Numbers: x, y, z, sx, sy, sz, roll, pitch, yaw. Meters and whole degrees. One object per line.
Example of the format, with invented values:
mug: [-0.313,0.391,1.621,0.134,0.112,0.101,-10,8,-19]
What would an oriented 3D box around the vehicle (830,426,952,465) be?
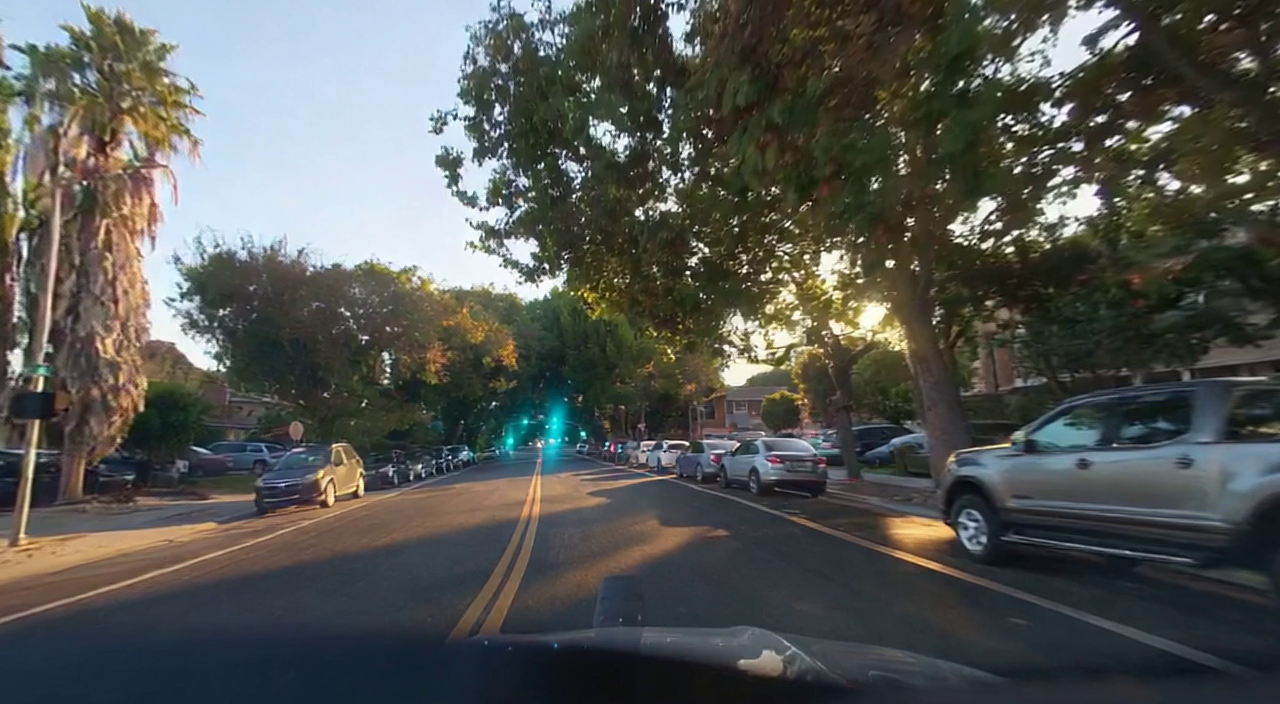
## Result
vehicle: [10.075,3.781,25.492,4.070,1.472,1.967,1,-9,-10]

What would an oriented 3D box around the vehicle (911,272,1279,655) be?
vehicle: [4.604,0.791,4.692,2.259,2.118,5.567,1,-9,-5]

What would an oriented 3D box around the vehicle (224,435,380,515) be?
vehicle: [-8.879,3.257,17.253,2.033,1.759,5.372,0,-9,-9]

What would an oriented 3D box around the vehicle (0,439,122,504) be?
vehicle: [-17.701,3.273,17.295,4.914,1.646,2.175,0,-9,-7]

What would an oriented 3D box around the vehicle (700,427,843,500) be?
vehicle: [2.967,2.649,15.437,1.861,1.490,4.619,1,-9,-9]
